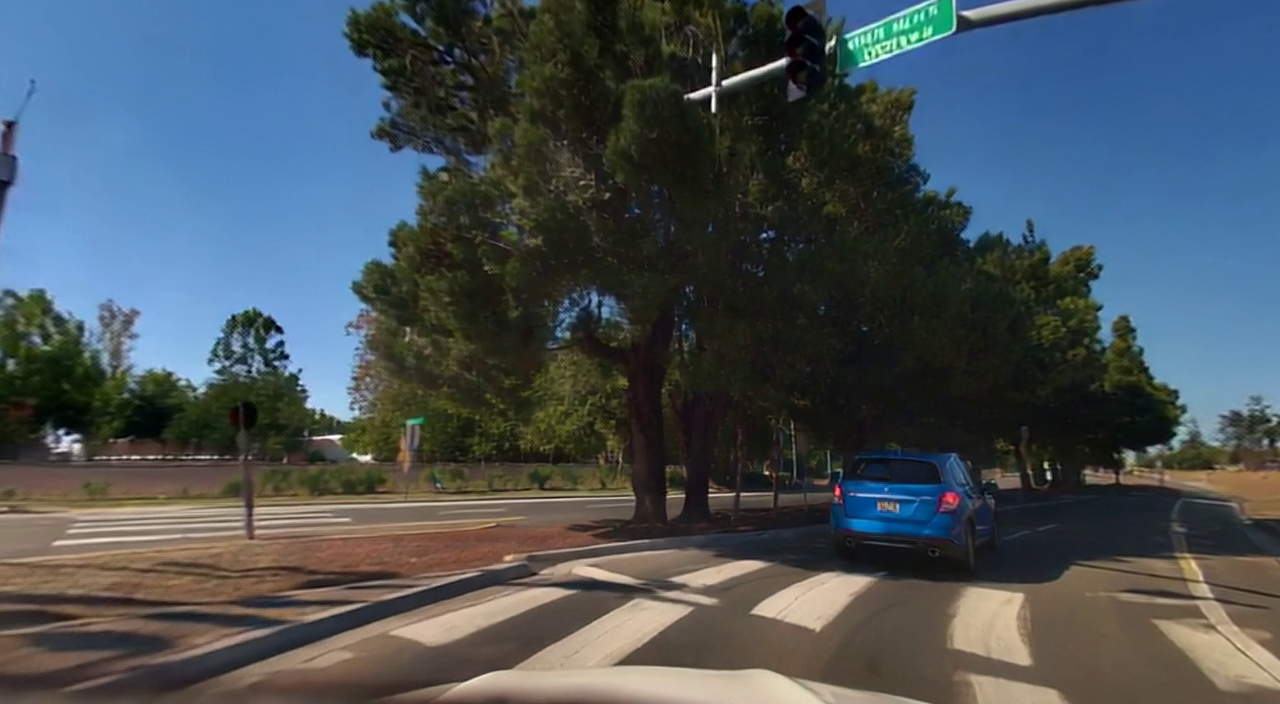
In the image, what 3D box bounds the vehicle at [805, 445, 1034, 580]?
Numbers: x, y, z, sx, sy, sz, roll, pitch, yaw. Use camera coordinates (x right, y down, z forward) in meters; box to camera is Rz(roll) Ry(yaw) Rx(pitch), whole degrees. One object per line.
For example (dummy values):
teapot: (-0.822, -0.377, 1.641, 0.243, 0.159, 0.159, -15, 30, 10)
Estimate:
vehicle: (4.394, 2.183, 9.567, 2.148, 1.521, 4.089, -6, -10, 38)
